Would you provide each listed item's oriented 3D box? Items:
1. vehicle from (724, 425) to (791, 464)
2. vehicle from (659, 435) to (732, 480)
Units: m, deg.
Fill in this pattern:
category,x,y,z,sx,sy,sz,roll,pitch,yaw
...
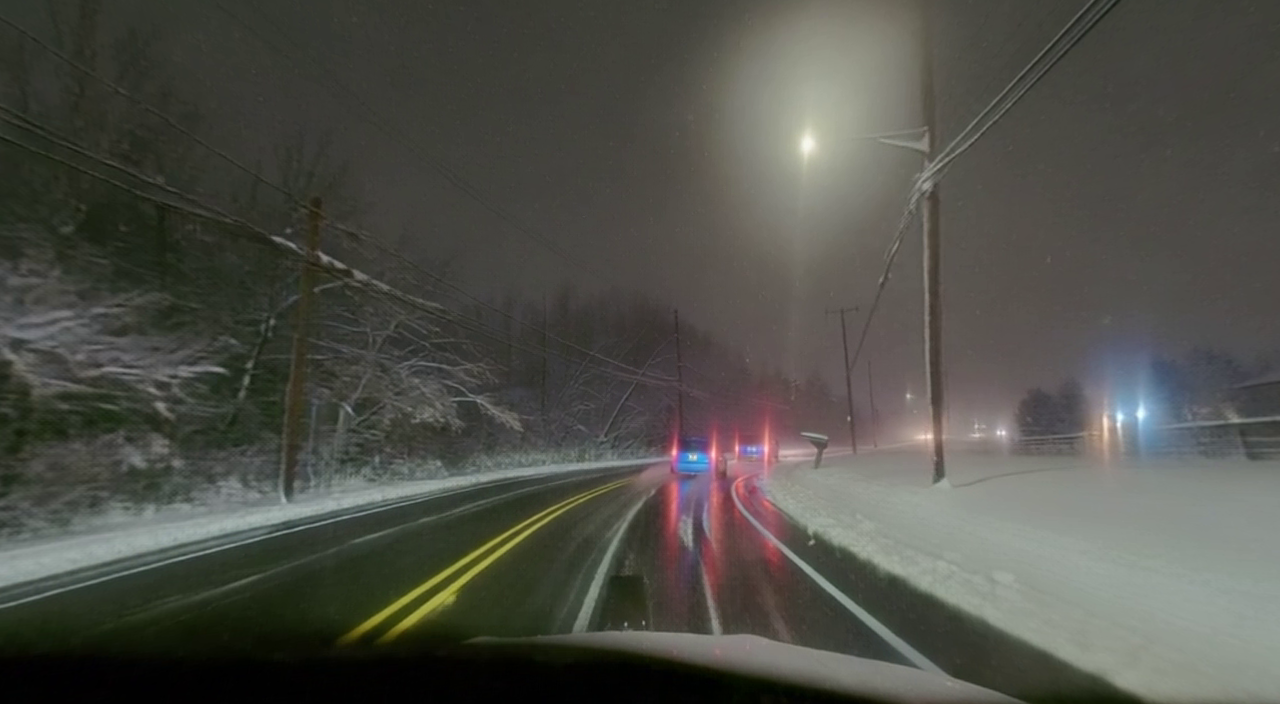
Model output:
category,x,y,z,sx,sy,sz,roll,pitch,yaw
vehicle,7.297,5.665,38.503,2.376,2.145,5.953,-4,-9,27
vehicle,2.234,4.025,24.340,2.157,1.565,4.243,-2,-9,14
